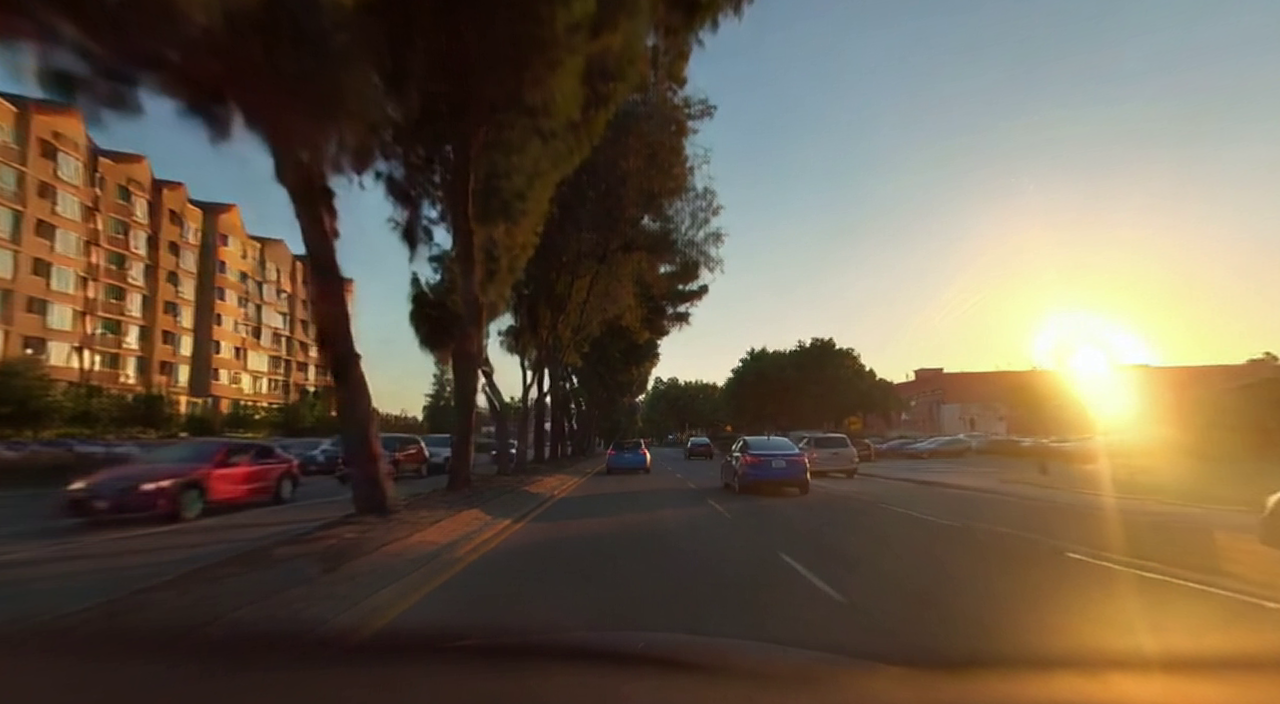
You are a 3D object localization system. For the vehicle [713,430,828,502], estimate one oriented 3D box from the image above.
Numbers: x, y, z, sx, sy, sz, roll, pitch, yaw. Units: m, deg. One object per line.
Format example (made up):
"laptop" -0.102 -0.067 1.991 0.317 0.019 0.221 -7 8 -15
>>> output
"vehicle" 2.982 2.703 15.296 1.852 1.498 3.825 0 -8 -2

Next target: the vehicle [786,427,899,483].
"vehicle" 7.195 3.742 23.202 2.224 1.772 5.325 0 -9 -2

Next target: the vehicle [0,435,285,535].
"vehicle" -9.041 2.334 11.807 2.148 1.473 4.709 0 -8 -2

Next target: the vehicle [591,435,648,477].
"vehicle" -0.725 3.931 24.069 1.994 1.479 3.647 0 -8 -1

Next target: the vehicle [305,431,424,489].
"vehicle" -9.035 3.552 21.192 2.019 1.668 4.433 -1 -8 -1

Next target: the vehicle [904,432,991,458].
"vehicle" 20.528 6.240 42.286 4.697 1.691 2.106 0 -9 -1

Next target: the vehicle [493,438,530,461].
"vehicle" -9.510 7.232 47.085 1.953 1.612 4.204 0 -9 0
